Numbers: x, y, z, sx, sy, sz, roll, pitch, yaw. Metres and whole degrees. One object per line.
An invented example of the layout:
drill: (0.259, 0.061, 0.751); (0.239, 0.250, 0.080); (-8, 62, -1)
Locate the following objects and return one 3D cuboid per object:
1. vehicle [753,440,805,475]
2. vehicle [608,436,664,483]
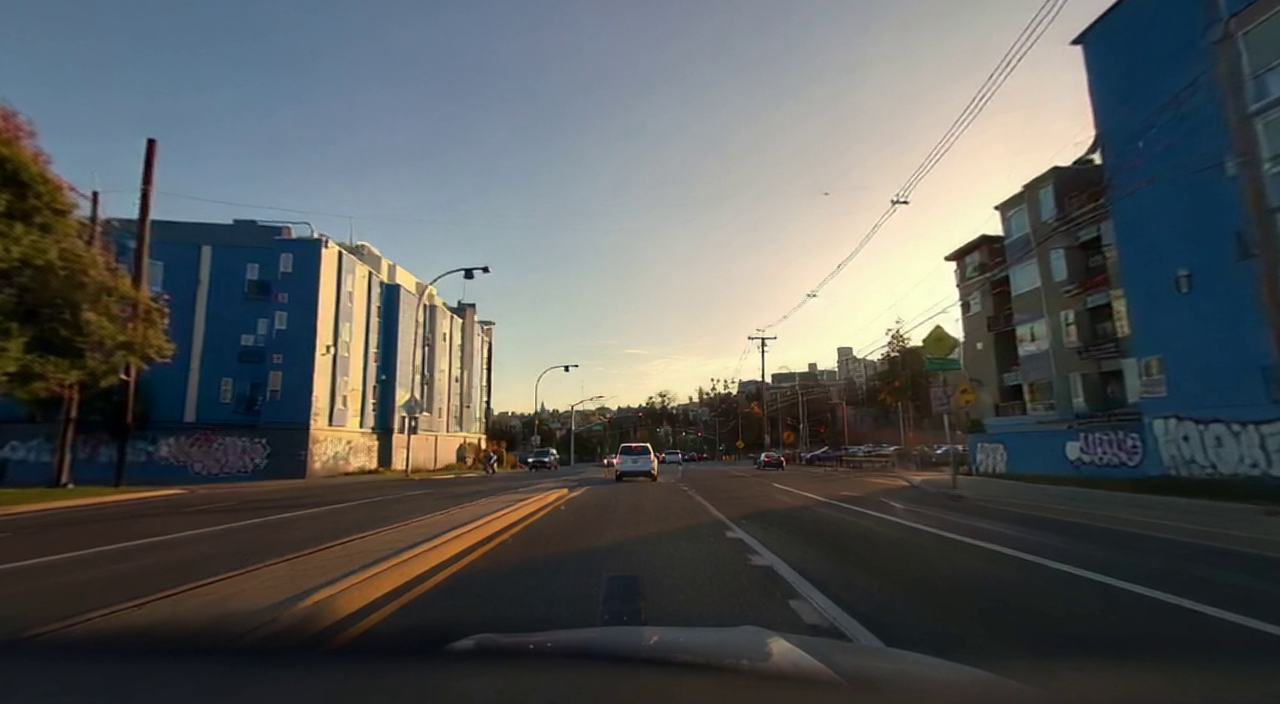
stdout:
vehicle: (7.470, 5.674, 34.293); (1.952, 1.749, 4.311); (-1, -9, 2)
vehicle: (-0.171, 4.558, 26.979); (2.160, 1.786, 4.702); (0, -9, 0)
